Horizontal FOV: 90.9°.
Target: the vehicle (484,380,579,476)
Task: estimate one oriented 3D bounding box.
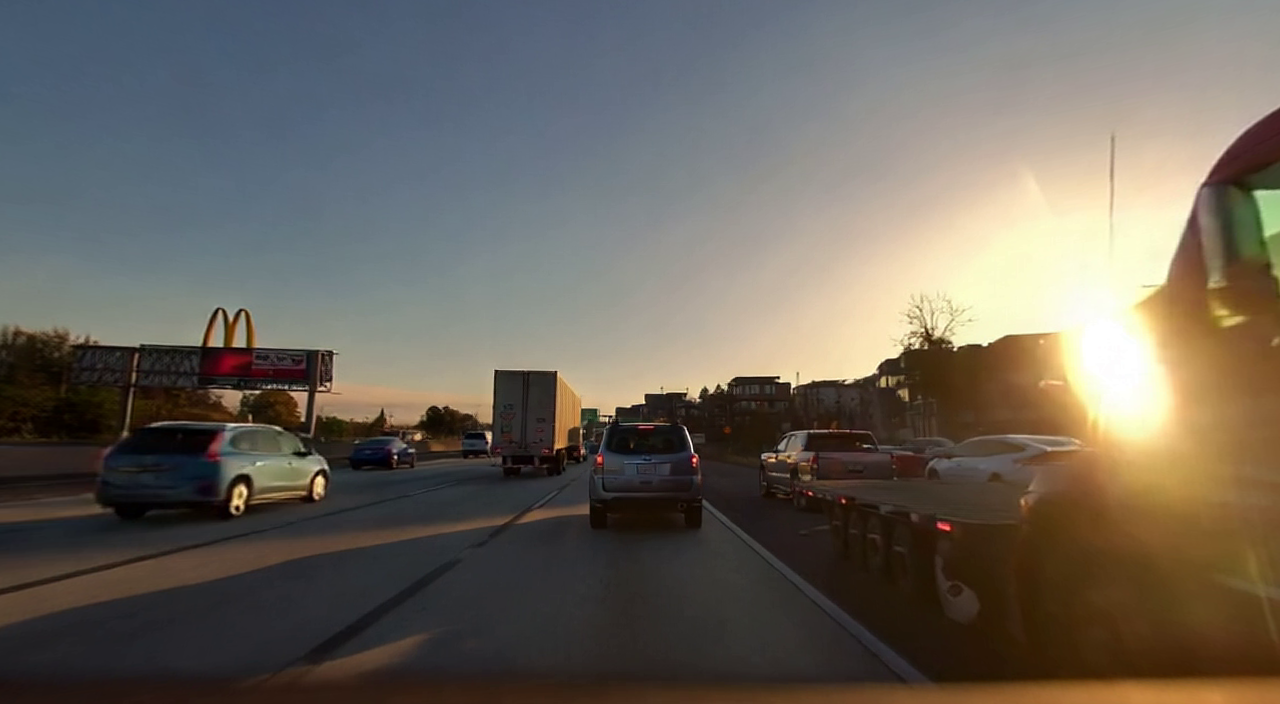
[{"bbox_3d":[-4.379,3.407,27.370,2.814,3.513,8.529,0,-9,-2],"label":"vehicle"}]

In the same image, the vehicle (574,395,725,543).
[{"bbox_3d":[0.072,1.824,10.264,1.947,1.910,4.040,0,-9,-2],"label":"vehicle"}]

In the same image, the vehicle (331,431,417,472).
[{"bbox_3d":[-11.893,4.491,28.574,1.915,1.710,4.670,0,-9,-1],"label":"vehicle"}]

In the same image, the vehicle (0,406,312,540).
[{"bbox_3d":[-7.447,1.904,10.400,1.854,1.740,4.151,0,-9,-1],"label":"vehicle"}]
